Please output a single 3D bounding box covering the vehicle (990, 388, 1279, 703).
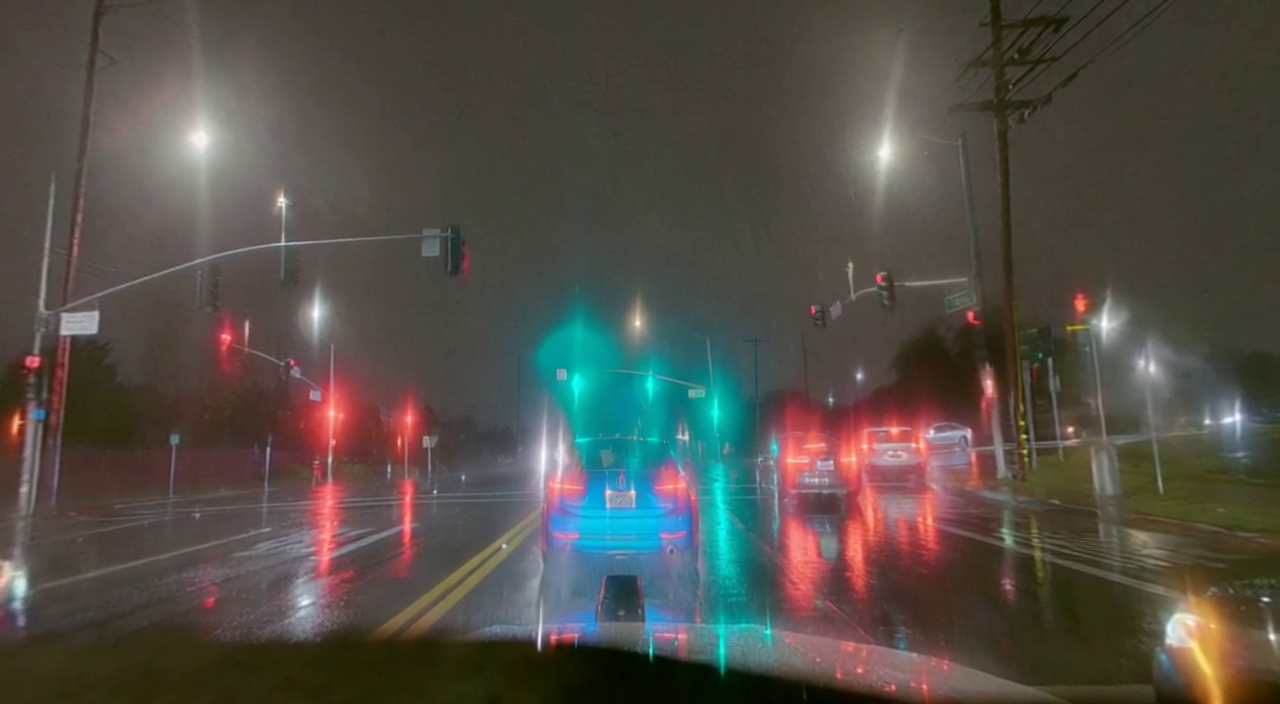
[{"bbox_3d":[2.928,0.829,1.702,1.860,1.494,3.707,0,-8,1],"label":"vehicle"}]

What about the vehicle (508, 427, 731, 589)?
[{"bbox_3d":[-0.223,1.759,8.025,2.061,1.485,4.196,0,-8,-1],"label":"vehicle"}]

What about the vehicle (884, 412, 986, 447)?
[{"bbox_3d":[15.777,4.190,33.971,4.431,1.555,1.886,-4,-9,2],"label":"vehicle"}]
